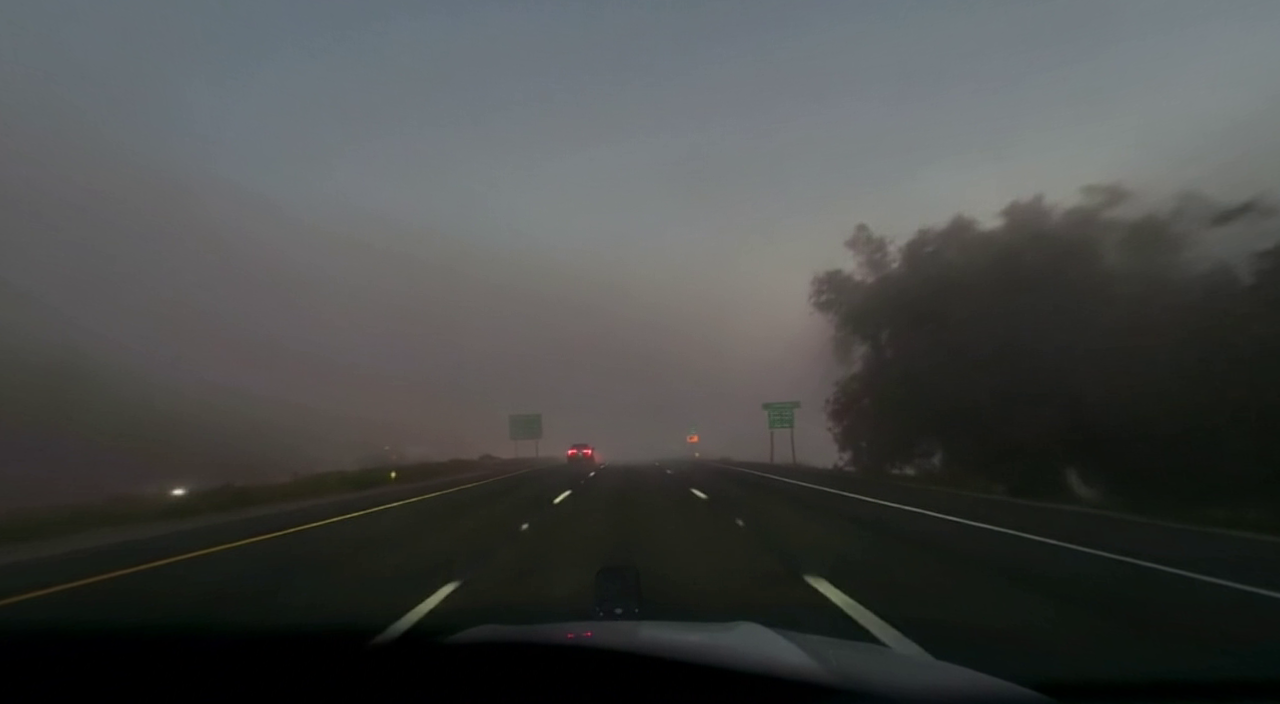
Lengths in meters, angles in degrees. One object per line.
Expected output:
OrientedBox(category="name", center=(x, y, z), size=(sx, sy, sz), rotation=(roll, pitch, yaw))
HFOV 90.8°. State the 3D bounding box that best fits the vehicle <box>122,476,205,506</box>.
OrientedBox(category="vehicle", center=(-33.105, 9.677, 44.111), size=(2.011, 1.695, 4.909), rotation=(0, -8, -1))
